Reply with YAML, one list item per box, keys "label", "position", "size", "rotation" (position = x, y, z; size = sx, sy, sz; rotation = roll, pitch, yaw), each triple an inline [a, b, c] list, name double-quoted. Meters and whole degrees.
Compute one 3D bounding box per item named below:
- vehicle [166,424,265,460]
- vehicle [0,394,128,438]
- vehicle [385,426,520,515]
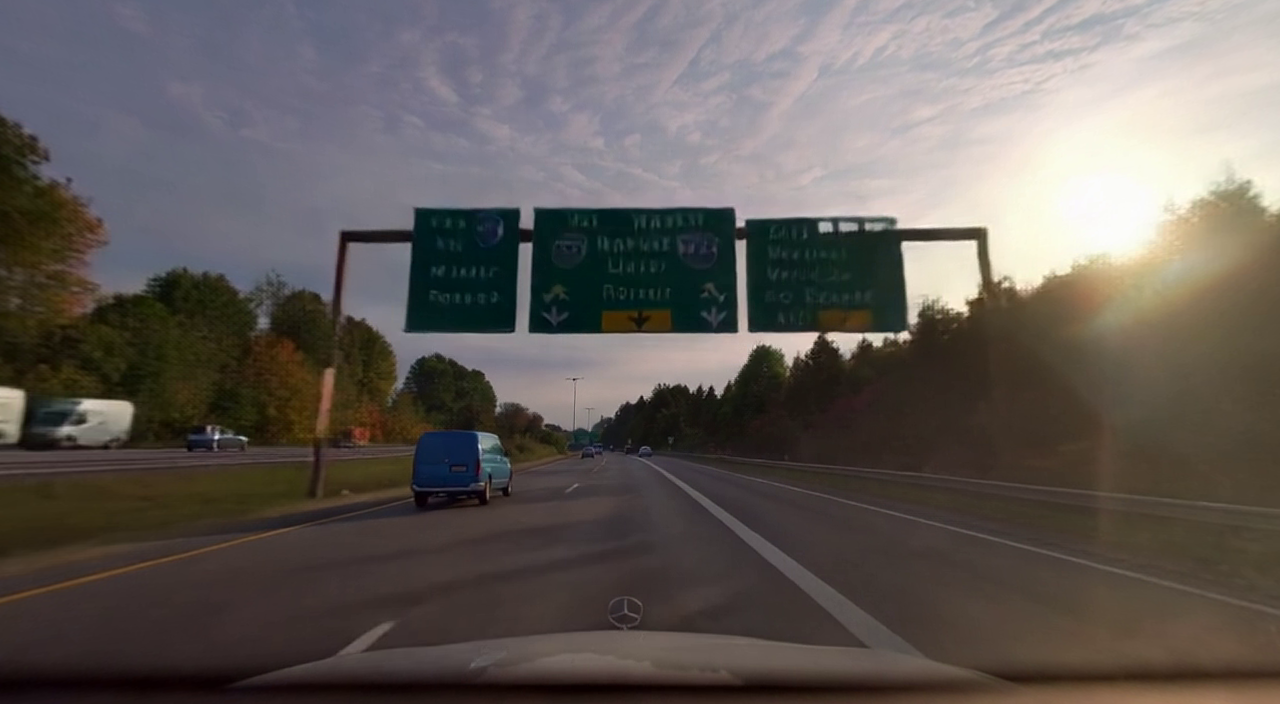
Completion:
- label: "vehicle"
  position: [-18.925, 4.072, 28.288]
  size: [1.879, 1.492, 3.607]
  rotation: [0, -9, 0]
- label: "vehicle"
  position: [-37.219, 4.279, 41.071]
  size: [2.464, 2.547, 6.178]
  rotation: [0, -9, -1]
- label: "vehicle"
  position: [-4.224, 2.742, 15.024]
  size: [1.971, 1.795, 4.389]
  rotation: [0, -9, -2]
